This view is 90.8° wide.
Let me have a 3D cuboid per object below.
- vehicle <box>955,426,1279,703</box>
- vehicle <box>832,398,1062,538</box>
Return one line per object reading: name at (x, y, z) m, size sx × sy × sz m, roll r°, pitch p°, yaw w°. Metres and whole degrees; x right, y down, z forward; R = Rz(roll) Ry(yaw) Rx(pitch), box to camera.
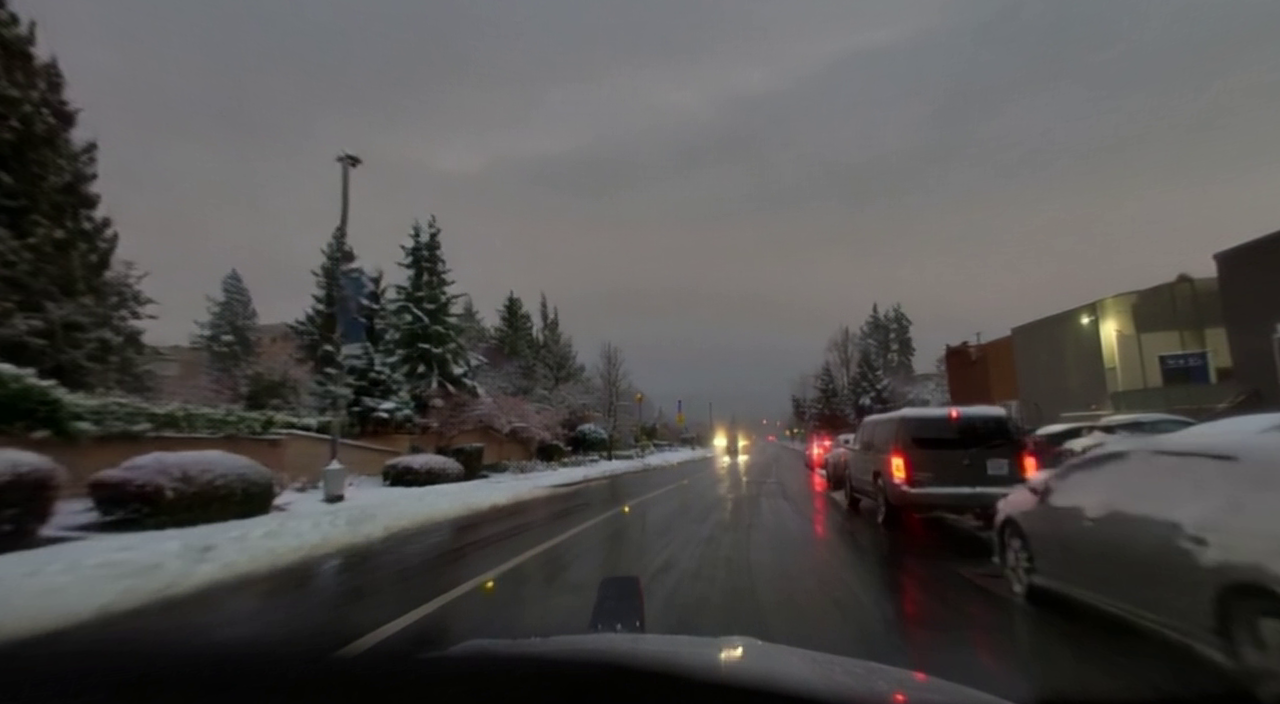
vehicle at (3.877, 1.237, 4.035) m, size 1.887 × 1.439 × 4.687 m, roll -1°, pitch -9°, yaw 8°
vehicle at (5.392, 2.148, 12.394) m, size 2.291 × 1.981 × 6.444 m, roll -2°, pitch -9°, yaw 10°
